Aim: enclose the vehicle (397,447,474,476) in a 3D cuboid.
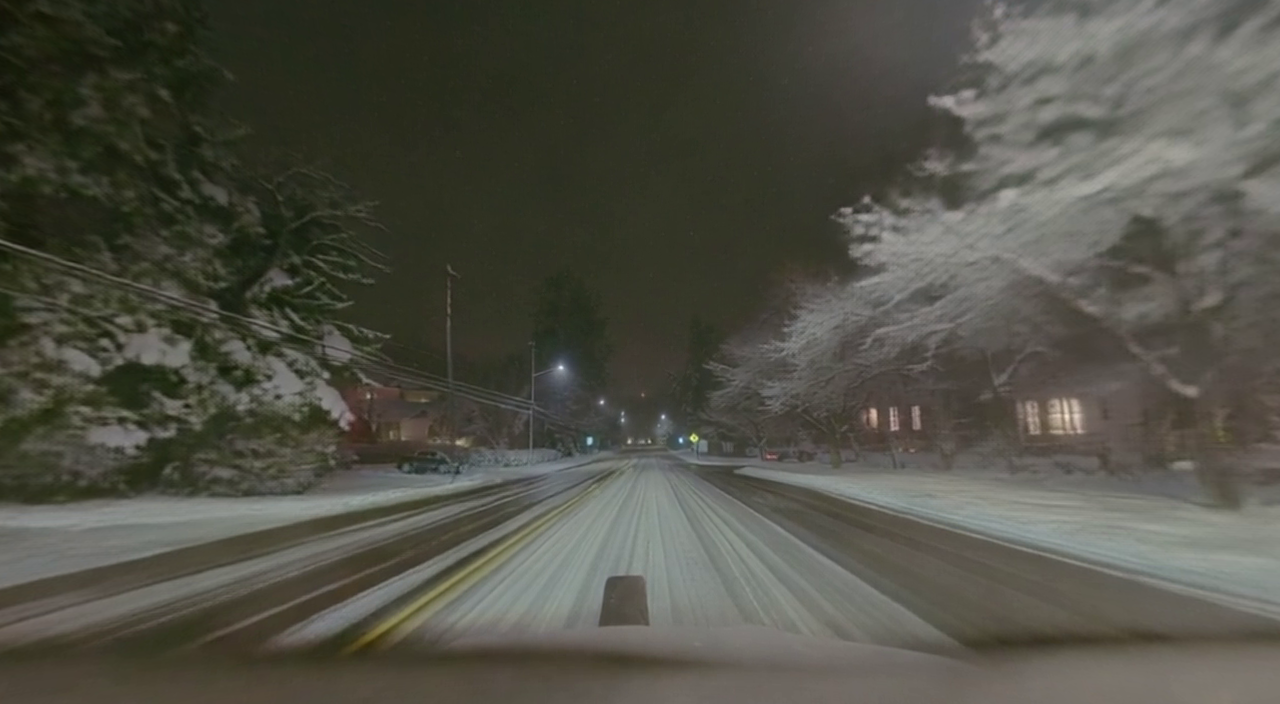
[{"bbox_3d":[-13.246,7.074,40.844,4.310,1.723,1.915,-2,-8,14],"label":"vehicle"}]
